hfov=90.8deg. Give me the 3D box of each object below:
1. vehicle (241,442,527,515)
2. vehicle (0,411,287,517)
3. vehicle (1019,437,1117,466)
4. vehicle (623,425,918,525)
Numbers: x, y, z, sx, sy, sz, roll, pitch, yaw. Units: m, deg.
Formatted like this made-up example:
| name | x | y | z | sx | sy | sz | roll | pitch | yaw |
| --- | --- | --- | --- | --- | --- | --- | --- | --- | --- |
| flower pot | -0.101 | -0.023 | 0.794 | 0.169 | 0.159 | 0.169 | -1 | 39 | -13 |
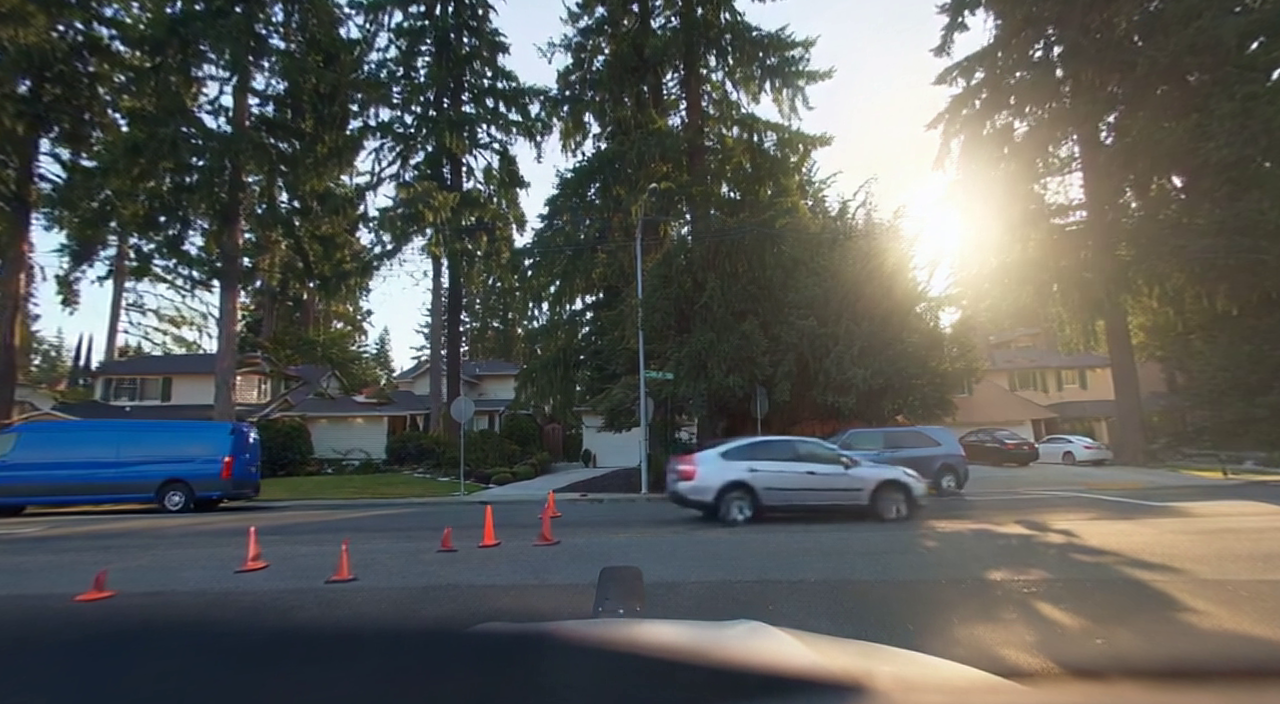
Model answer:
| name | x | y | z | sx | sy | sz | roll | pitch | yaw |
| --- | --- | --- | --- | --- | --- | --- | --- | --- | --- |
| vehicle | -6.637 | 3.381 | 17.387 | 6.643 | 1.777 | 2.925 | 1 | -9 | -5 |
| vehicle | -14.254 | 3.051 | 16.933 | 7.824 | 2.323 | 2.863 | -2 | -10 | -3 |
| vehicle | 22.496 | 5.244 | 33.258 | 3.863 | 1.453 | 1.826 | 1 | -8 | -4 |
| vehicle | 2.078 | 2.109 | 11.176 | 4.684 | 1.556 | 2.087 | 1 | -8 | -4 |
